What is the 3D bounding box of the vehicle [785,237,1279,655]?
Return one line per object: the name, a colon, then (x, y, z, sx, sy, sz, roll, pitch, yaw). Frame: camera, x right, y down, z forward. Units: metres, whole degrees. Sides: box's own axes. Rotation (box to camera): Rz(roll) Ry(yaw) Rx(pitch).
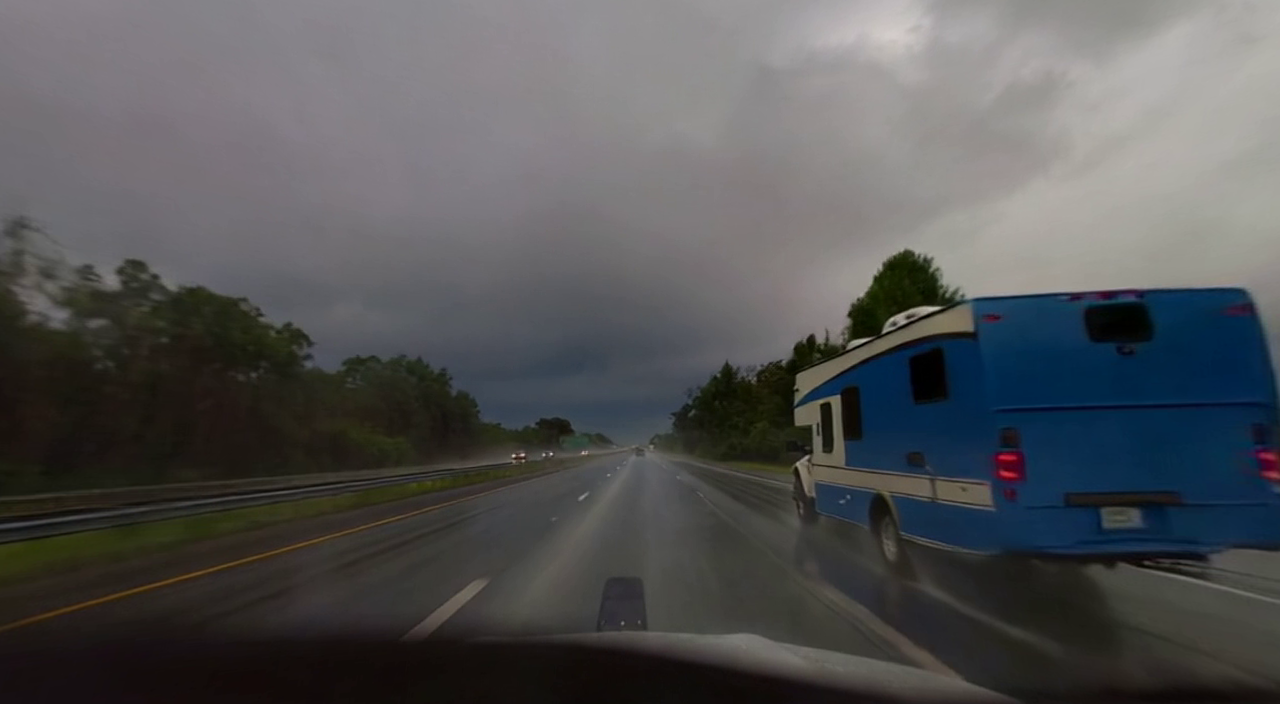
vehicle: (3.768, 1.043, 7.339, 2.556, 2.763, 6.287, 0, -9, -1)
